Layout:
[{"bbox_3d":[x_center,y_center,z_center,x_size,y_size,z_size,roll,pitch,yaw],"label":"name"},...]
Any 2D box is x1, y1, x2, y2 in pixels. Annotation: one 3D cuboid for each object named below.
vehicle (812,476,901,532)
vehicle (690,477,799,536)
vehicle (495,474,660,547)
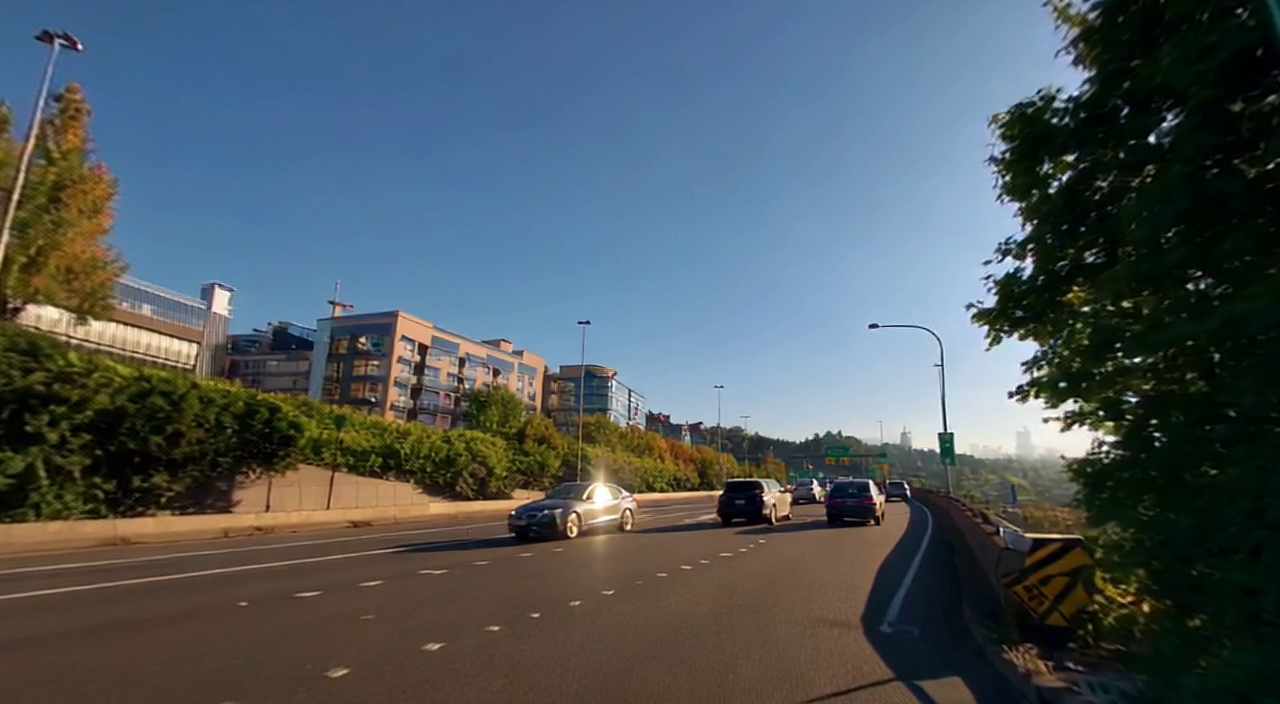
[{"bbox_3d":[6.961,4.714,19.952,2.129,1.471,4.258,-4,-12,25],"label":"vehicle"},{"bbox_3d":[3.320,4.601,19.231,2.030,1.441,4.806,-4,-12,25],"label":"vehicle"},{"bbox_3d":[-1.405,3.974,16.390,2.107,1.502,4.705,-4,-12,25],"label":"vehicle"}]
